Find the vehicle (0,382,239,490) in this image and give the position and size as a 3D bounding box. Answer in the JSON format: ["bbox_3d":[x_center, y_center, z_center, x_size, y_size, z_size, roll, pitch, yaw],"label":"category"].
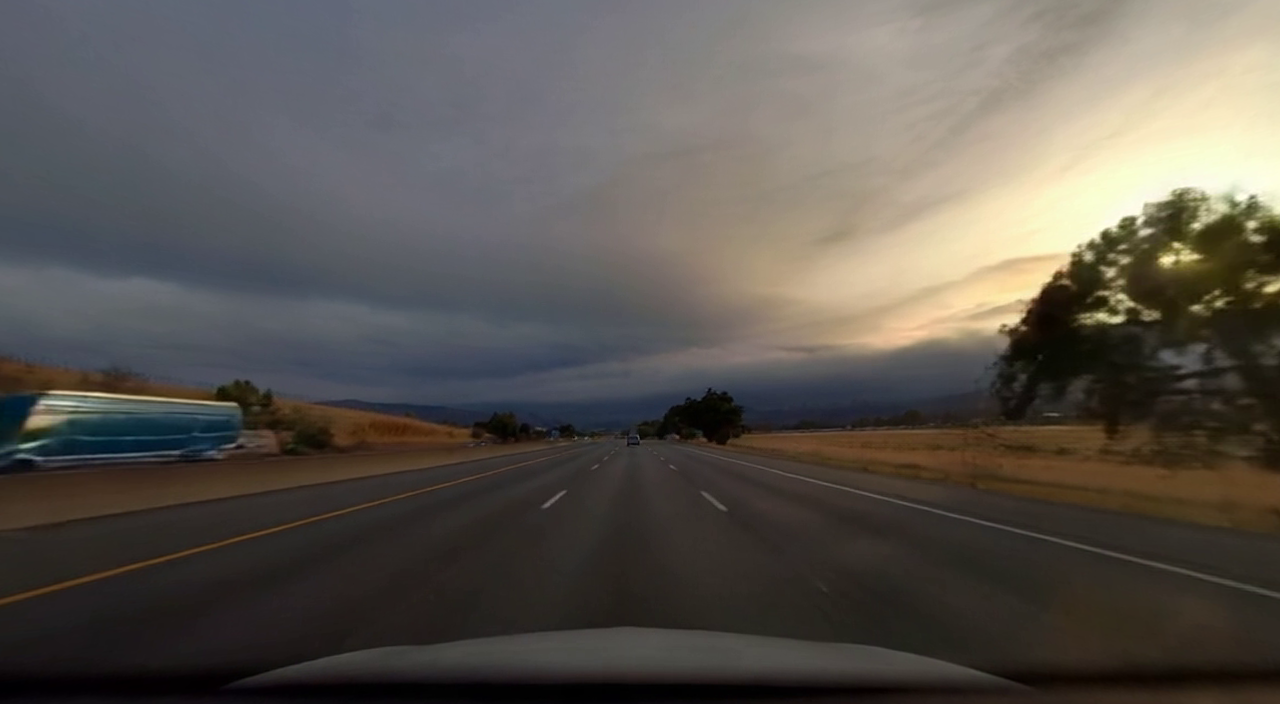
[{"bbox_3d":[-27.364,4.217,31.326,3.108,4.299,18.135,0,-8,-1],"label":"vehicle"}]

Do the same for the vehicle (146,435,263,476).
[{"bbox_3d":[-19.816,4.687,28.923,2.060,1.672,4.700,0,-8,0],"label":"vehicle"}]
